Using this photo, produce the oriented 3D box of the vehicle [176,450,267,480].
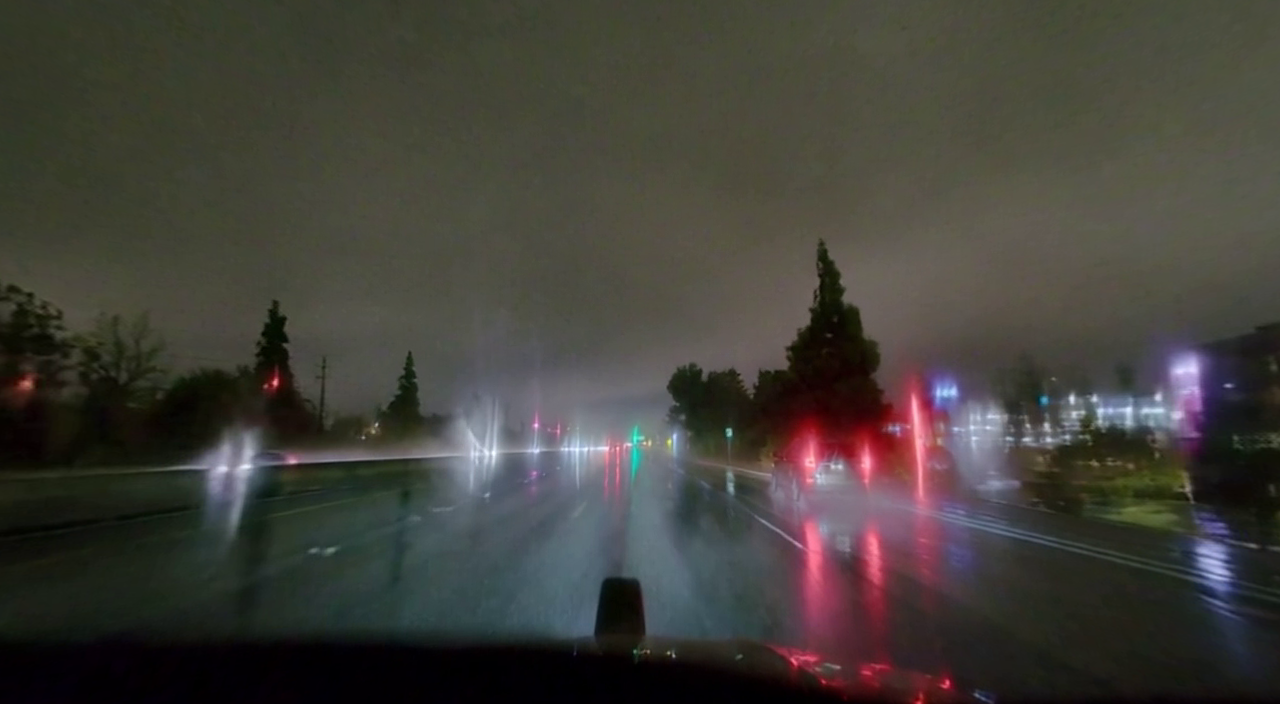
[{"bbox_3d":[-23.803,6.405,36.065,1.886,1.545,4.772,0,-9,0],"label":"vehicle"}]
